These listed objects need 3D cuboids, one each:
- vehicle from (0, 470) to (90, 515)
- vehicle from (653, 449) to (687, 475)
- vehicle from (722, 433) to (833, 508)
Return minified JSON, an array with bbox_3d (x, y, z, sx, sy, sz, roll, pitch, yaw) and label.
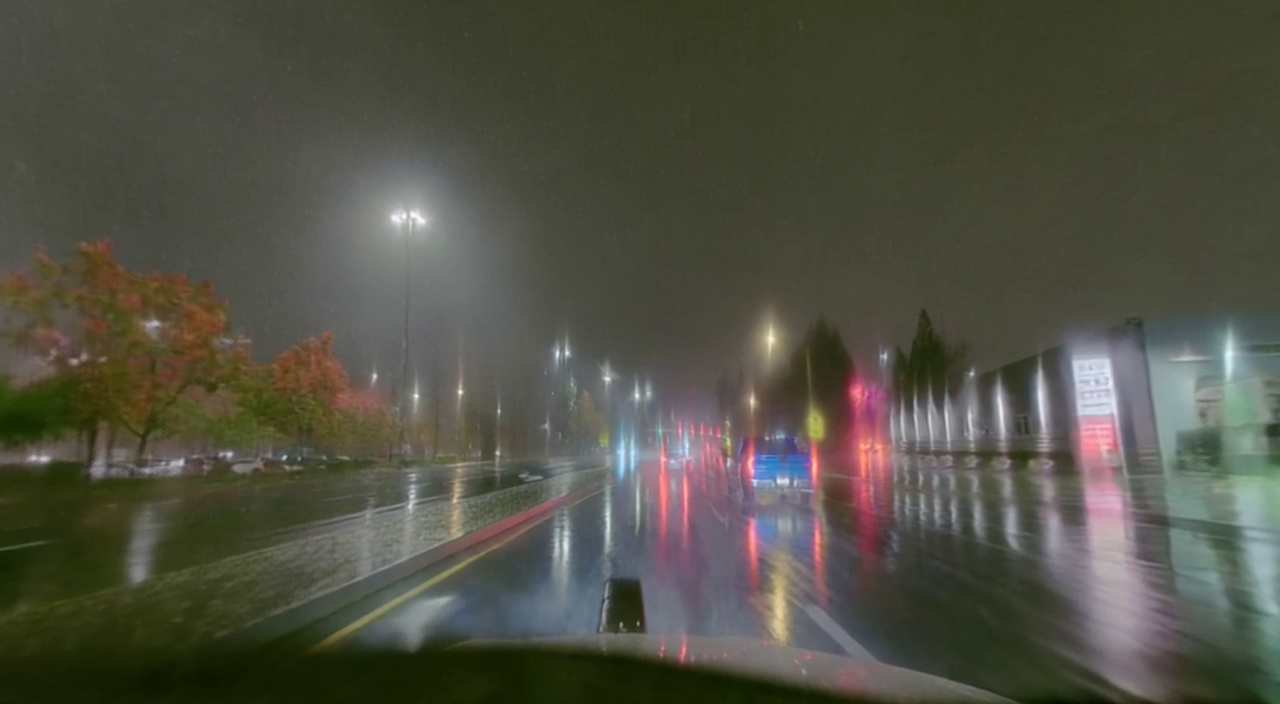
[{"bbox_3d":[-24.613,5.466,24.670,1.890,1.519,4.431,0,-9,4],"label":"vehicle"},{"bbox_3d":[1.925,6.835,39.333,1.968,1.521,4.262,0,-9,4],"label":"vehicle"},{"bbox_3d":[3.987,3.553,19.468,2.367,1.919,5.651,0,-9,2],"label":"vehicle"}]
